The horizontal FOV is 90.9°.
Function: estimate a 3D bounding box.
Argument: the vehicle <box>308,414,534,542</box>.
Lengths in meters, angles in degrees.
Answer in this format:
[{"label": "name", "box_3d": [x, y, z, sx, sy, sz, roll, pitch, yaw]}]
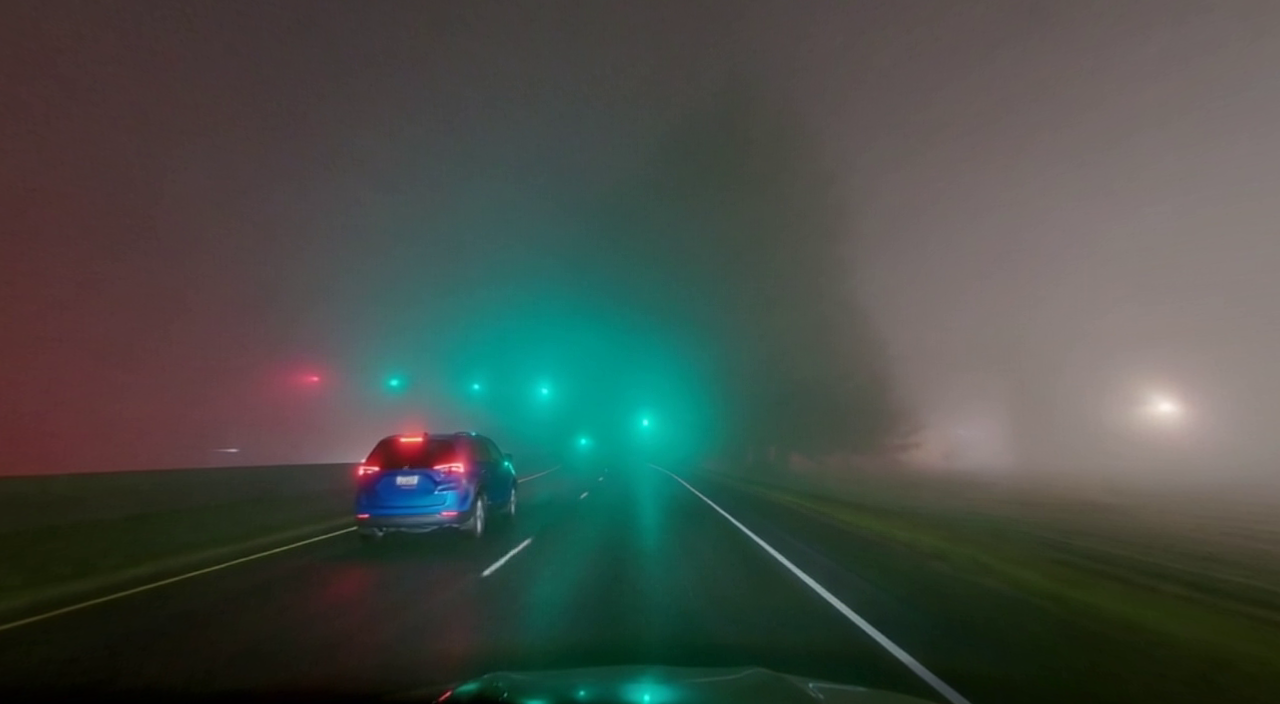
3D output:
[{"label": "vehicle", "box_3d": [-3.637, 2.224, 11.792, 2.336, 1.857, 4.986, 0, -9, 1]}]

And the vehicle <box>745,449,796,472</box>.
[{"label": "vehicle", "box_3d": [8.926, 7.431, 43.235, 1.606, 1.438, 3.446, 2, -10, -25]}]
